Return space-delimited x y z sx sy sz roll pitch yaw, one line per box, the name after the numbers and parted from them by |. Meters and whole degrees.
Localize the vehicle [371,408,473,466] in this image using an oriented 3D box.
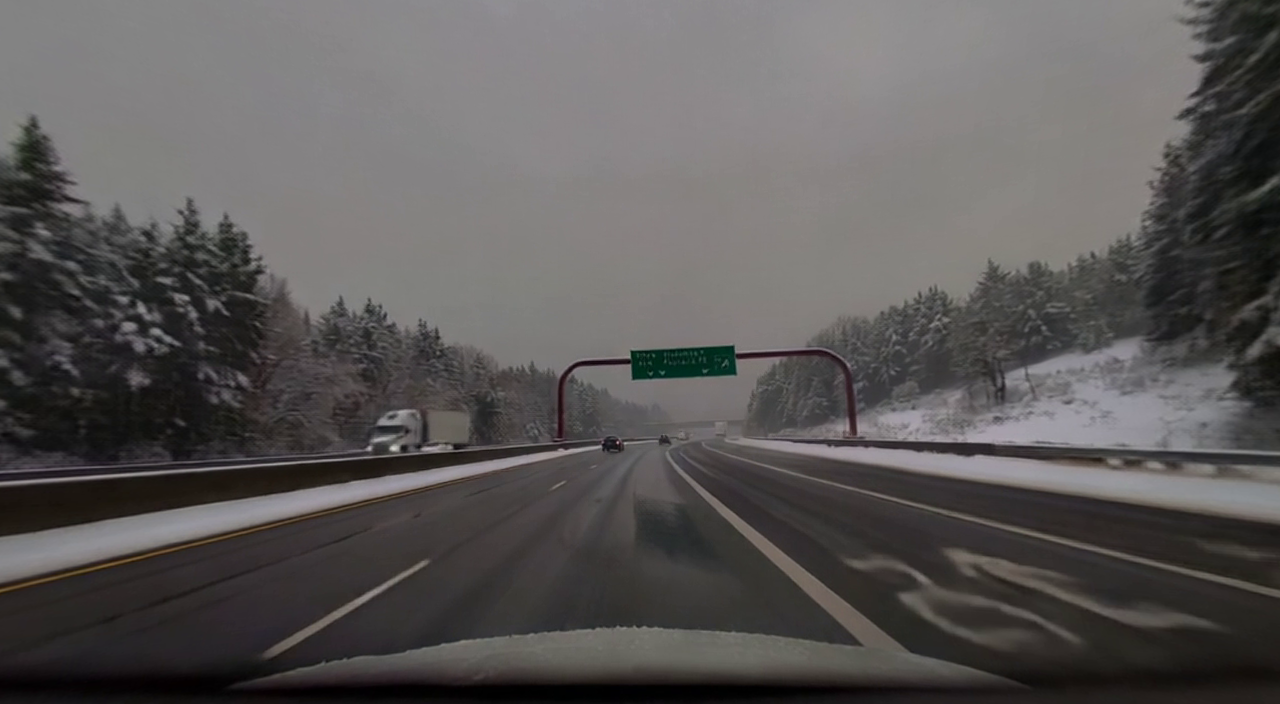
-14.758 5.911 43.716 3.205 3.498 9.568 -1 -8 3 | vehicle
